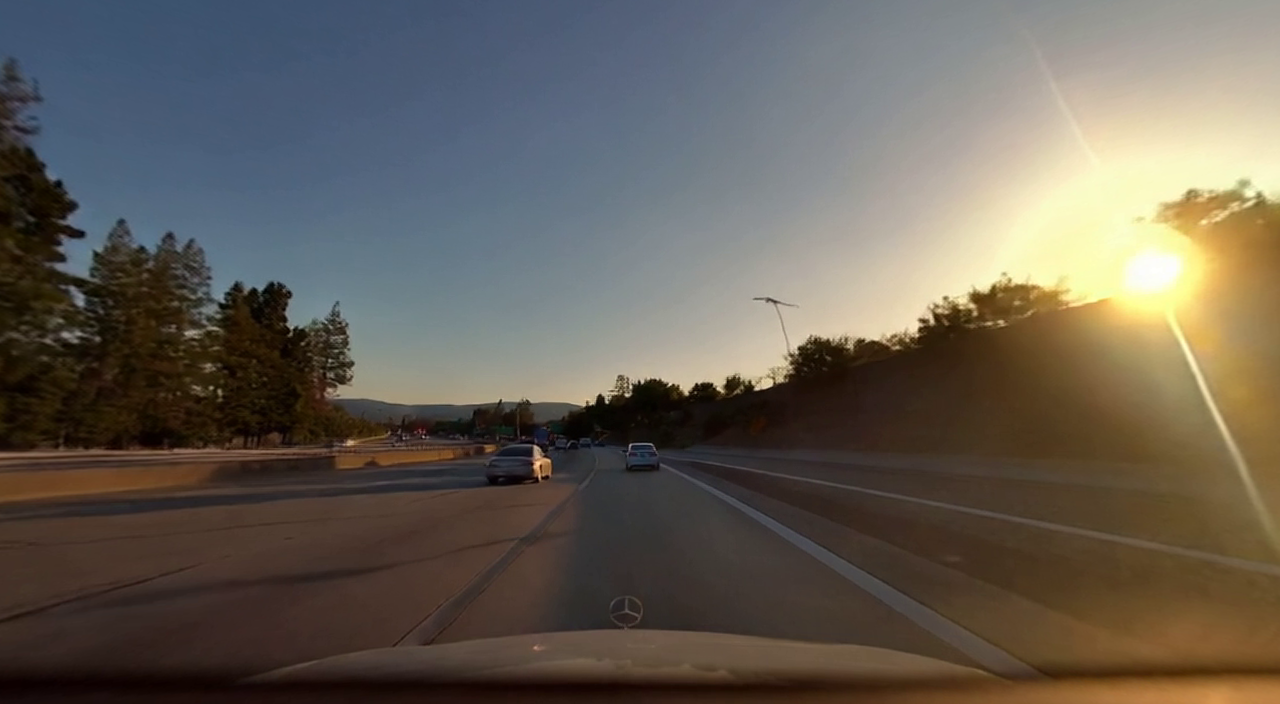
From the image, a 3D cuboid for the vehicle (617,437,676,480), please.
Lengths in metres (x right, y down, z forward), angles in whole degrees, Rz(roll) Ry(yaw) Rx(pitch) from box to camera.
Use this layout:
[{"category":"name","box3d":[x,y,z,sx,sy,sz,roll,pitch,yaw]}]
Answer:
[{"category":"vehicle","box3d":[0.157,3.991,23.801,2.051,1.444,3.927,0,-9,-2]}]

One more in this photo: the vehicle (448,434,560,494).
[{"category":"vehicle","box3d":[-3.842,3.275,18.846,2.246,1.519,4.980,0,-9,0]}]
